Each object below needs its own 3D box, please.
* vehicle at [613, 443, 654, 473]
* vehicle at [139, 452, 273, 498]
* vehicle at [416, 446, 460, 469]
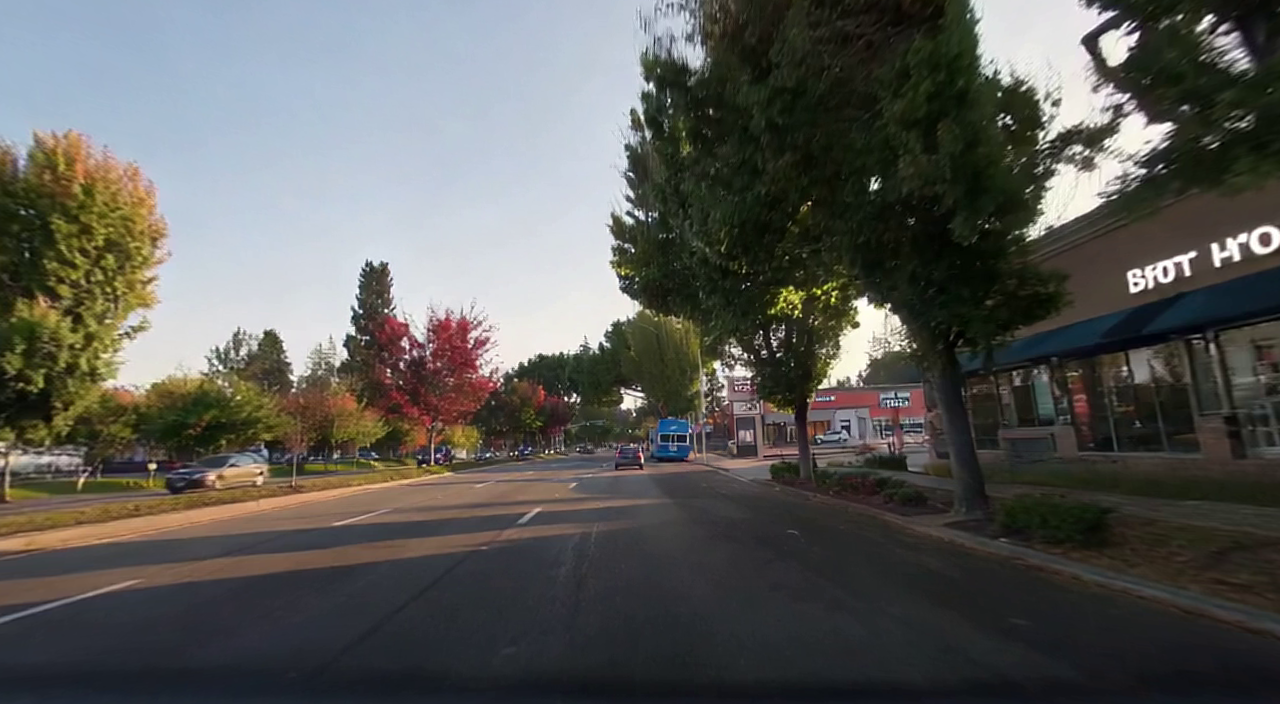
[{"bbox_3d":[-0.425,5.750,34.570,2.103,1.506,4.742,0,-9,-3],"label":"vehicle"},{"bbox_3d":[-15.499,4.368,22.895,1.811,1.467,4.324,0,-9,-1],"label":"vehicle"},{"bbox_3d":[-15.817,8.298,49.784,2.041,1.685,4.571,0,-9,-1],"label":"vehicle"}]
